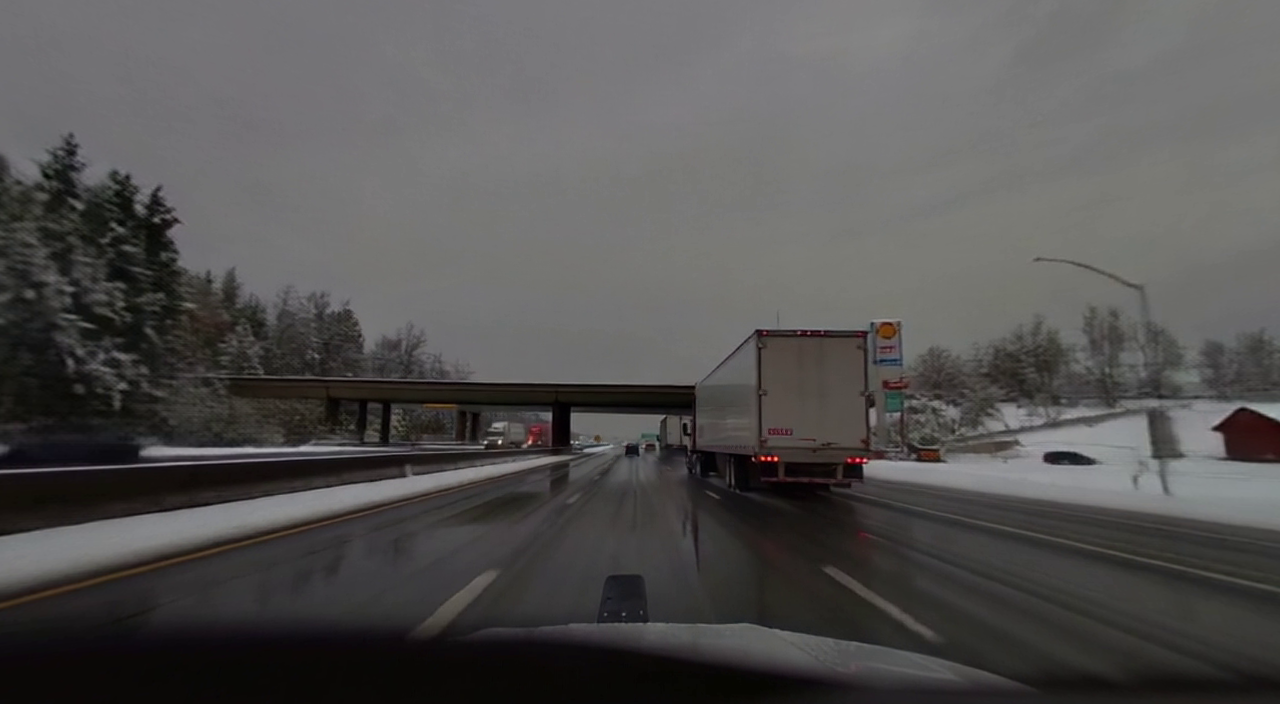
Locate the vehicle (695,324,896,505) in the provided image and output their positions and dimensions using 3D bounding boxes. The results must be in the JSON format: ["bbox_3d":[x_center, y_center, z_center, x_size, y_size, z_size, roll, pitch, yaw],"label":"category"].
[{"bbox_3d":[3.994,2.389,20.879,2.922,3.987,14.038,0,-9,-1],"label":"vehicle"}]

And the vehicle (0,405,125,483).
[{"bbox_3d":[-12.726,1.845,12.627,1.719,1.433,3.631,0,-9,-1],"label":"vehicle"}]
